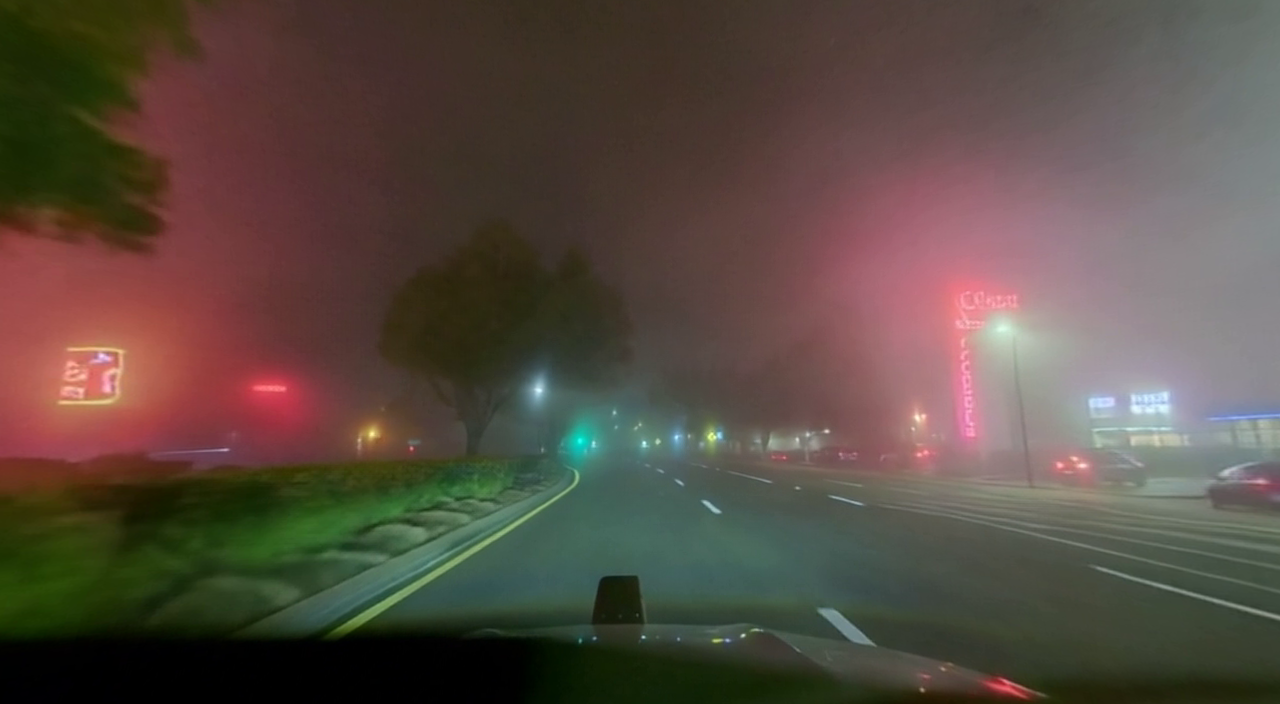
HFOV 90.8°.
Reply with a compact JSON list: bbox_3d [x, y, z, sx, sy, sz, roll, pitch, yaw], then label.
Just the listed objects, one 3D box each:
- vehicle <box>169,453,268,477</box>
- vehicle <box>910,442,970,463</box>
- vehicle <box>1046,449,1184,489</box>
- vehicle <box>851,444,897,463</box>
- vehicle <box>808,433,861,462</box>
[{"bbox_3d":[-26.869,7.202,40.404,4.777,1.469,1.937,0,-9,-5],"label":"vehicle"},{"bbox_3d":[22.492,7.602,47.540,1.791,1.458,4.316,0,-10,-11],"label":"vehicle"},{"bbox_3d":[20.782,5.125,27.794,4.423,1.633,2.010,0,-9,0],"label":"vehicle"},{"bbox_3d":[17.710,7.697,48.038,1.873,1.383,3.754,0,-9,-3],"label":"vehicle"},{"bbox_3d":[14.710,7.305,48.105,2.235,2.016,5.481,-2,-9,0],"label":"vehicle"}]
